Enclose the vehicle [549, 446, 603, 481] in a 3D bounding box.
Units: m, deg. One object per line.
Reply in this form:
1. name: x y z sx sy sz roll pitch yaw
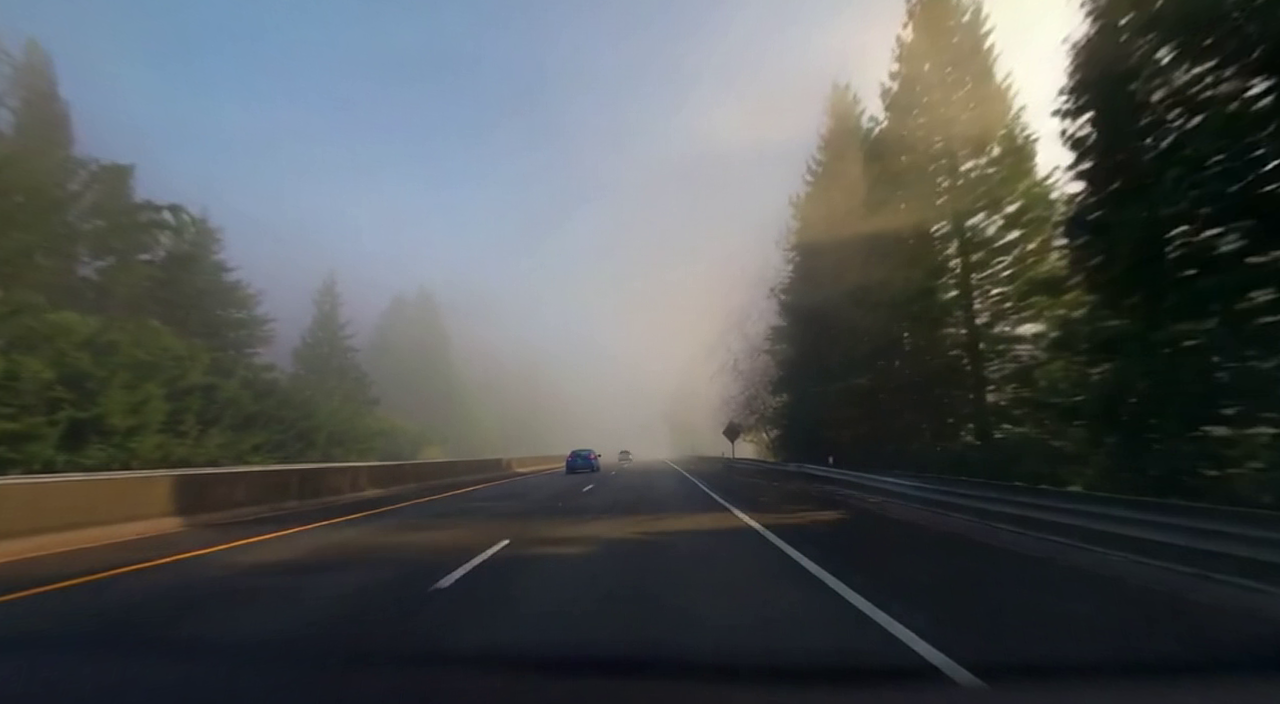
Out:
1. vehicle: -2.794 5.006 28.575 1.917 1.450 3.997 0 -8 2
